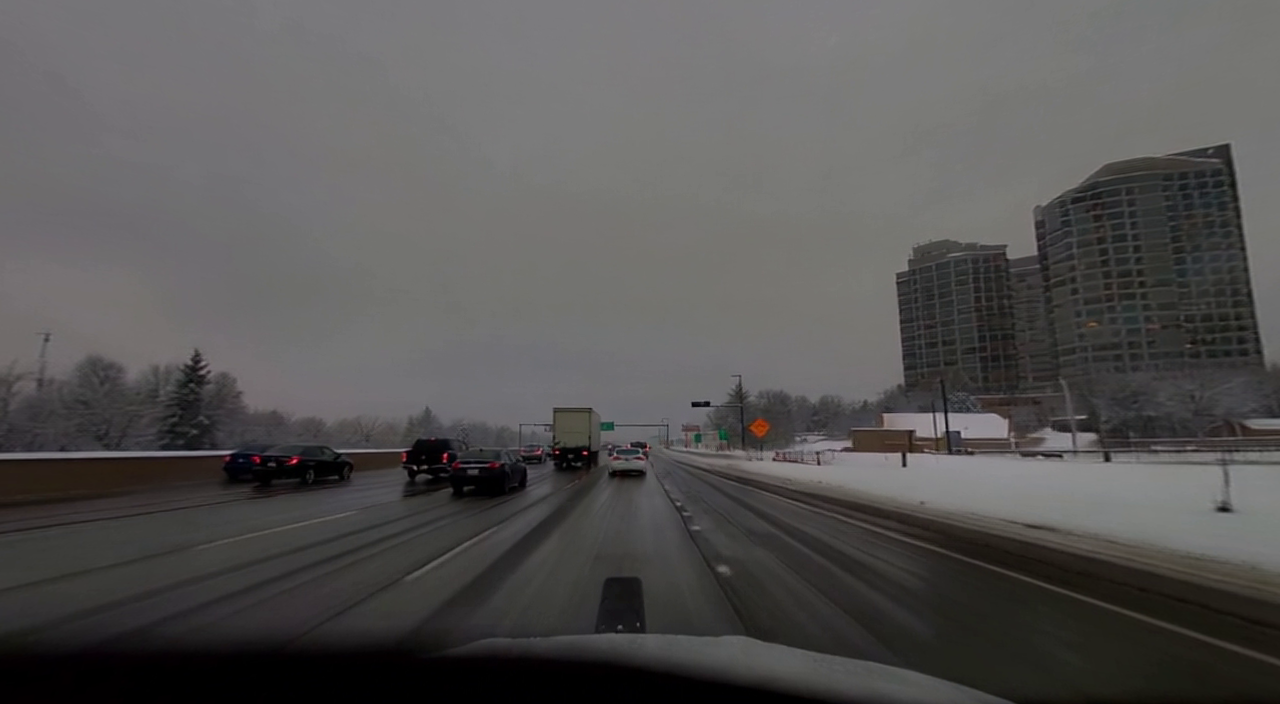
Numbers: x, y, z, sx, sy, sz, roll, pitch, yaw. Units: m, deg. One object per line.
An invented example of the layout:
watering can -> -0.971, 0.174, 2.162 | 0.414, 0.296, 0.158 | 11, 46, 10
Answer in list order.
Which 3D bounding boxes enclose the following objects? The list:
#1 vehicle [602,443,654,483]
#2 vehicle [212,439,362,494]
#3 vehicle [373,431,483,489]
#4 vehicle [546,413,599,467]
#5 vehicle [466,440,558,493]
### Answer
vehicle -> -0.464, 4.520, 25.939 | 1.991, 1.488, 3.922 | 0, -9, 0
vehicle -> -10.913, 3.564, 19.970 | 1.987, 1.495, 4.710 | 0, -9, 1
vehicle -> -7.392, 3.815, 22.576 | 2.190, 1.821, 4.800 | 0, -9, 1
vehicle -> -4.440, 6.069, 43.138 | 2.955, 3.359, 8.322 | 1, -9, -2
vehicle -> -4.036, 3.671, 20.565 | 2.016, 1.497, 4.235 | 0, -9, 1
